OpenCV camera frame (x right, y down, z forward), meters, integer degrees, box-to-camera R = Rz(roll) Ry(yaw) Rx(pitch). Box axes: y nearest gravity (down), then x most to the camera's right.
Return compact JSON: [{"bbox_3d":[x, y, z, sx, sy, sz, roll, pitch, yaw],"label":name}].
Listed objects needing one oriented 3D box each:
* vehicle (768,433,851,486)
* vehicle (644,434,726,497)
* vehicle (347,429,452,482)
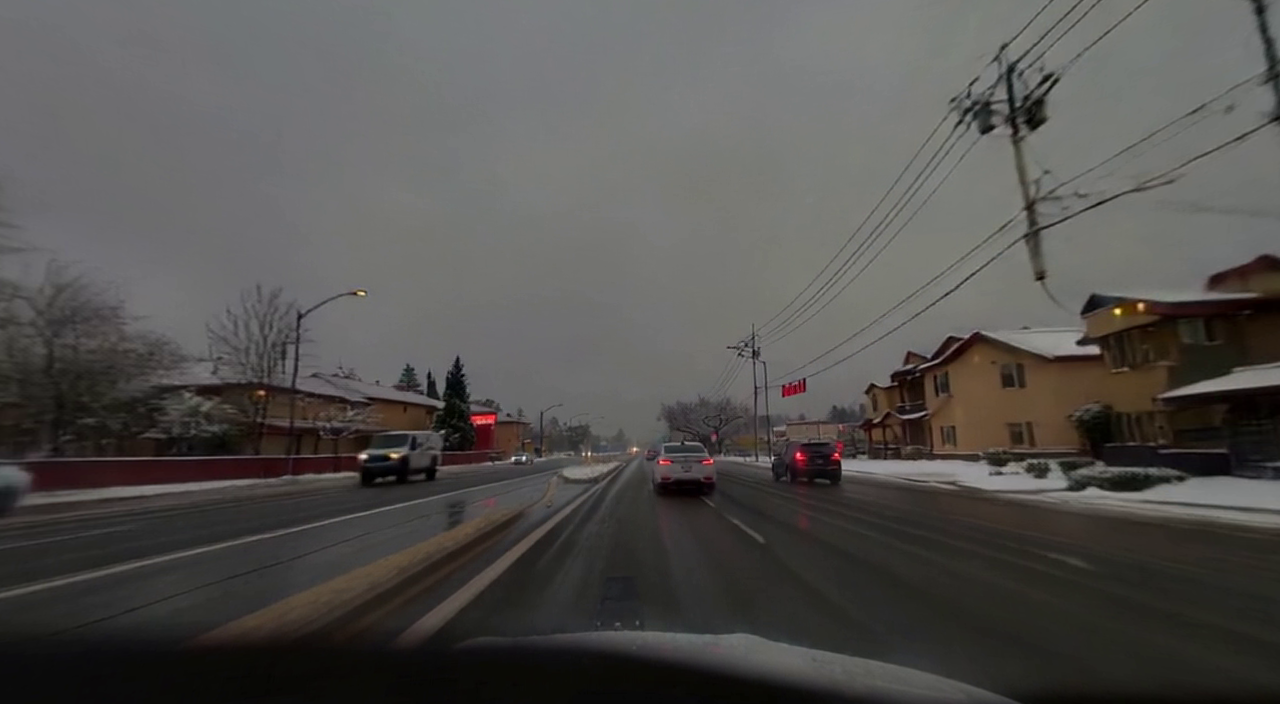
[{"bbox_3d":[6.597,4.249,25.062,2.061,1.889,4.268,0,-9,0],"label":"vehicle"},{"bbox_3d":[1.238,3.444,19.354,2.138,1.702,4.168,0,-9,-1],"label":"vehicle"},{"bbox_3d":[-10.632,4.666,28.481,2.423,2.132,5.881,0,-9,0],"label":"vehicle"}]
